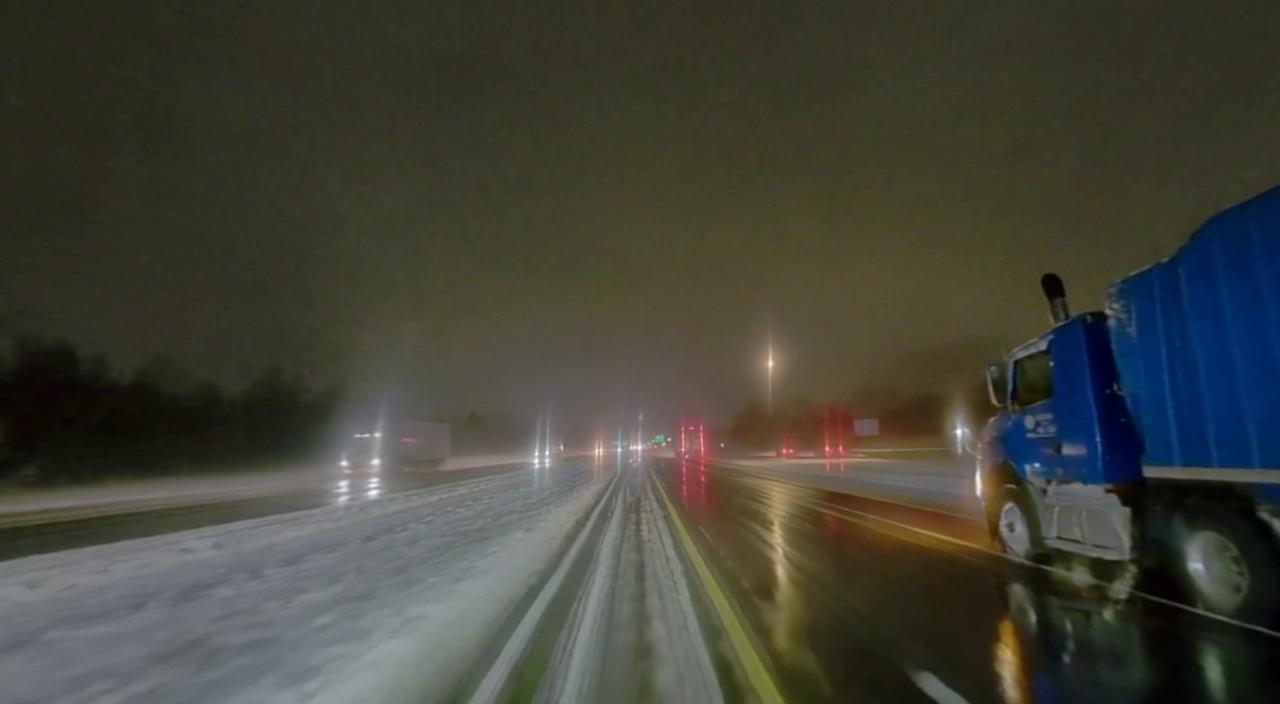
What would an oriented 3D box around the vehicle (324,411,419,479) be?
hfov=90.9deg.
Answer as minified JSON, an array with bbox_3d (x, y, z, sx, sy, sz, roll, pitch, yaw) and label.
[{"bbox_3d":[-16.126,5.673,38.343,2.932,3.817,6.028,0,-9,1],"label":"vehicle"}]
